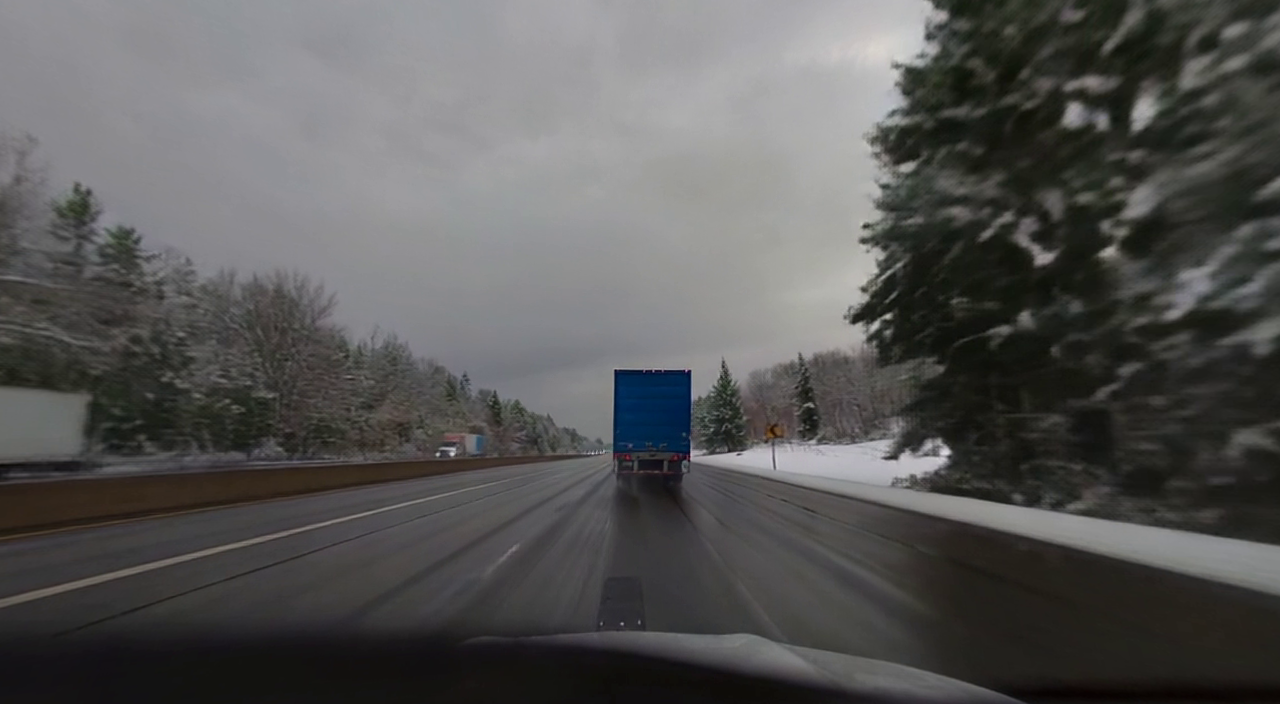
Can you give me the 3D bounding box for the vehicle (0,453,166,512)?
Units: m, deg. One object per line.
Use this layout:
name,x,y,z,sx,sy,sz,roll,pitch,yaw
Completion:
vehicle,-15.884,3.595,17.836,1.833,1.421,4.005,0,-9,-1

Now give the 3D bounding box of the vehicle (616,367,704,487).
vehicle,0.604,3.227,25.942,2.898,3.973,10.063,0,-9,-1
